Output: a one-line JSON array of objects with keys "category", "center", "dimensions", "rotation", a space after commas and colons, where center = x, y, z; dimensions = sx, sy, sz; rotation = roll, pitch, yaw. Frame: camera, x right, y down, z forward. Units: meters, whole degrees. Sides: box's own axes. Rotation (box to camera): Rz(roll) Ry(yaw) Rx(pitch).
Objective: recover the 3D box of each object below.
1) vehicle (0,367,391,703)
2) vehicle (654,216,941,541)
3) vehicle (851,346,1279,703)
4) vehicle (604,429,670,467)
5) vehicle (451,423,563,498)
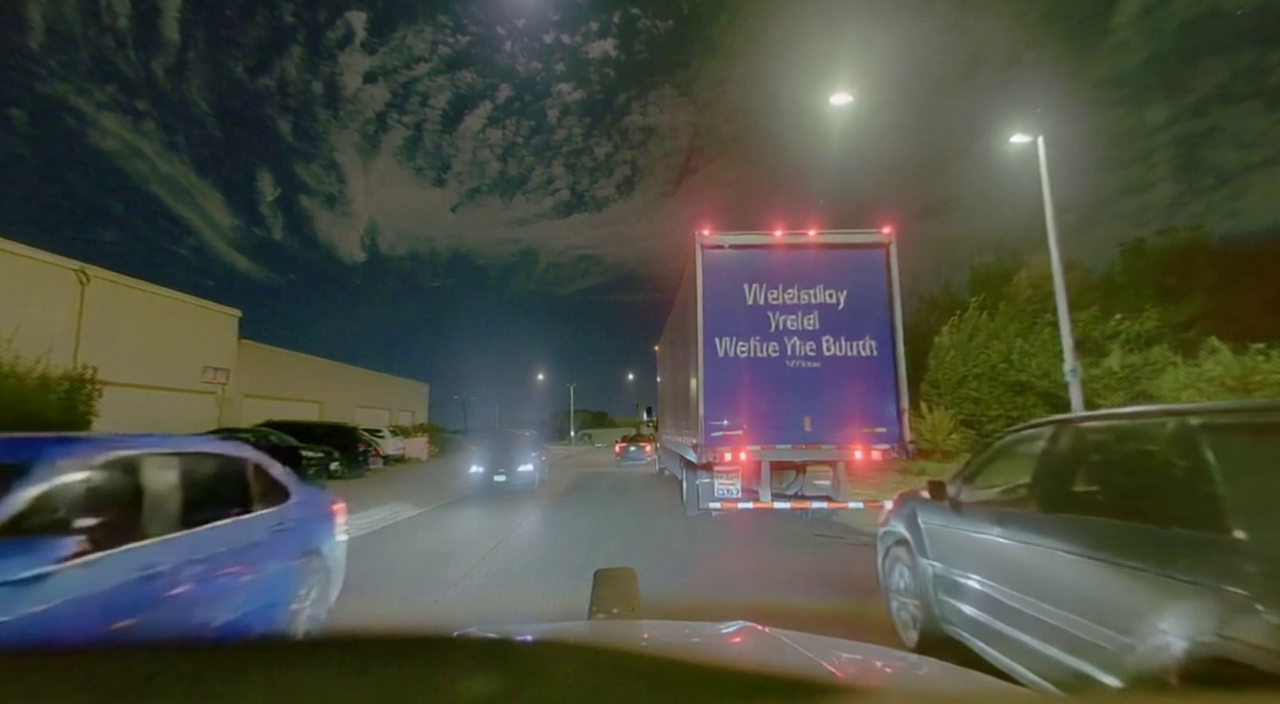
[{"category": "vehicle", "center": [-2.738, 0.882, 2.238], "dimensions": [2.033, 1.508, 4.298], "rotation": [0, -8, -1]}, {"category": "vehicle", "center": [2.097, 1.254, 15.150], "dimensions": [2.865, 4.113, 14.471], "rotation": [0, -8, -1]}, {"category": "vehicle", "center": [2.423, 0.880, 2.394], "dimensions": [1.866, 1.531, 3.579], "rotation": [0, -8, -2]}, {"category": "vehicle", "center": [-0.051, 4.096, 27.123], "dimensions": [2.160, 1.498, 3.909], "rotation": [-1, -8, 10]}, {"category": "vehicle", "center": [-2.924, 2.452, 14.710], "dimensions": [1.780, 1.488, 4.043], "rotation": [0, -8, -1]}]
